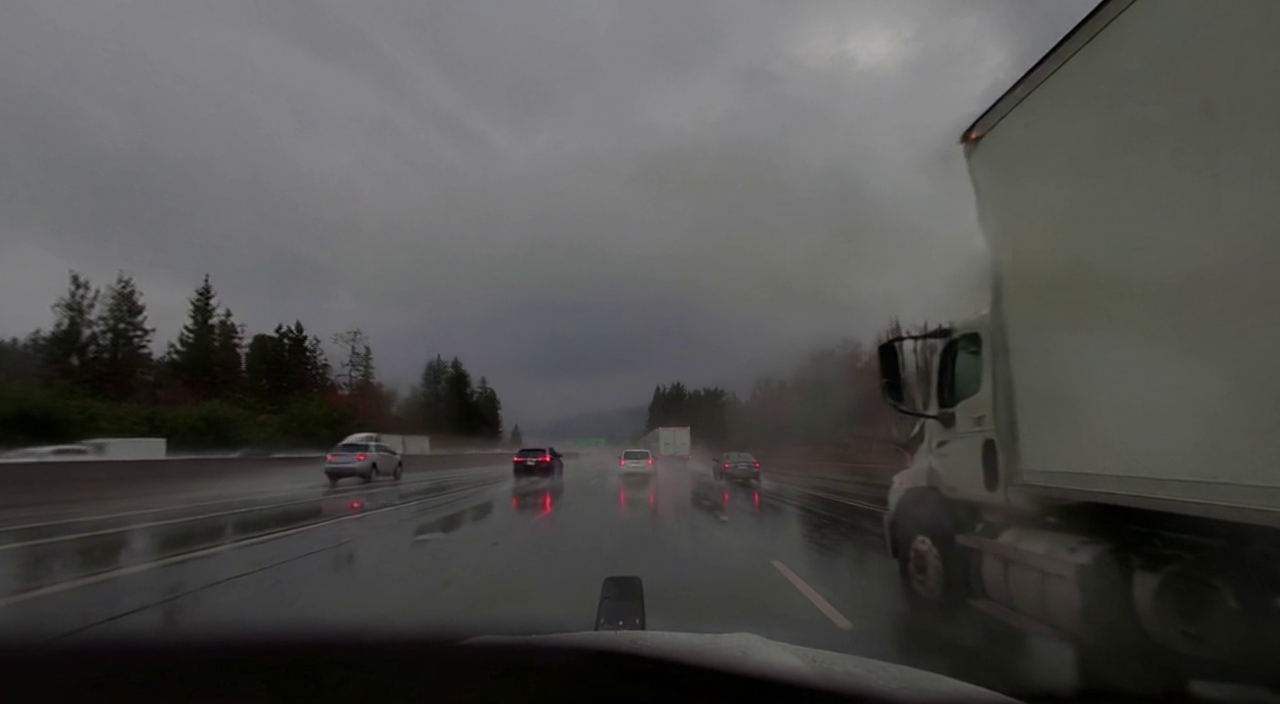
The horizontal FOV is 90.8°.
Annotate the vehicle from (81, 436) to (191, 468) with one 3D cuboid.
[{"bbox_3d":[-34.464,6.842,43.546,2.655,2.004,5.875,0,-8,1],"label":"vehicle"}]

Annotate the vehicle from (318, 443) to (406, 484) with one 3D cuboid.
[{"bbox_3d":[-12.852,5.152,29.527,1.946,1.773,4.446,0,-9,2],"label":"vehicle"}]

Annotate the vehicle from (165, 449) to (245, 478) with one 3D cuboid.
[{"bbox_3d":[-23.328,5.964,34.045,1.672,1.455,3.542,0,-9,2],"label":"vehicle"}]

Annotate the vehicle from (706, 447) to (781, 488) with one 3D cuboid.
[{"bbox_3d":[4.013,4.563,25.394,2.146,1.482,4.665,0,-8,-1],"label":"vehicle"}]

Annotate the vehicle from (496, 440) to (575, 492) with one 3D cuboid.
[{"bbox_3d":[-3.707,4.139,23.313,1.988,1.696,4.754,0,-8,1],"label":"vehicle"}]

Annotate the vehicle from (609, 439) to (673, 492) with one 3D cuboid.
[{"bbox_3d":[0.045,4.066,23.036,2.103,1.717,4.399,0,-9,0],"label":"vehicle"}]

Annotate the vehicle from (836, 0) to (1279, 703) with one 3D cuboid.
[{"bbox_3d":[3.726,0.049,2.591,2.836,3.508,8.723,0,-8,-1],"label":"vehicle"}]

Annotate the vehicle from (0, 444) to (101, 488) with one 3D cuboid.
[{"bbox_3d":[-34.607,6.299,35.354,2.693,2.275,6.870,0,-8,1],"label":"vehicle"}]
